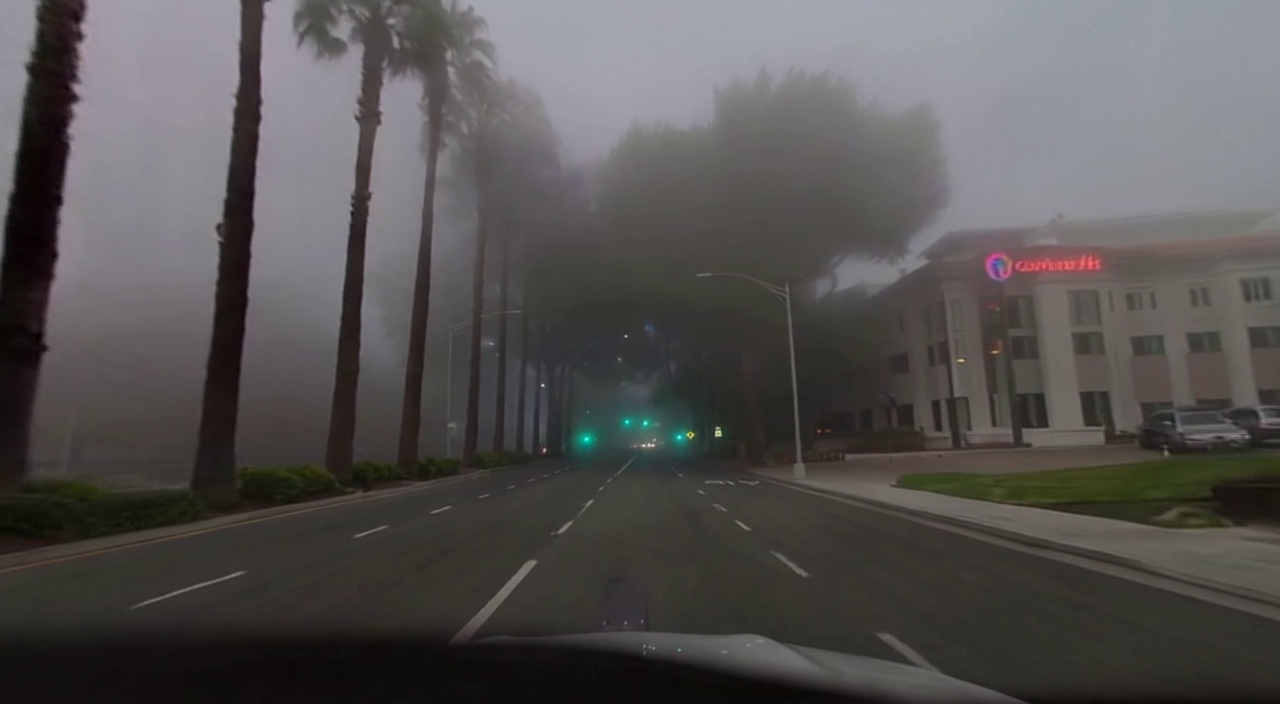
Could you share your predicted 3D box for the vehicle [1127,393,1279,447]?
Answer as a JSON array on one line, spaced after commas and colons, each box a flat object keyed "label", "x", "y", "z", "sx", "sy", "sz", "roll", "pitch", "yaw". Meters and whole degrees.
[{"label": "vehicle", "x": 21.888, "y": 2.668, "z": 23.915, "sx": 2.222, "sy": 1.818, "sz": 5.099, "roll": 1, "pitch": -9, "yaw": -9}]
